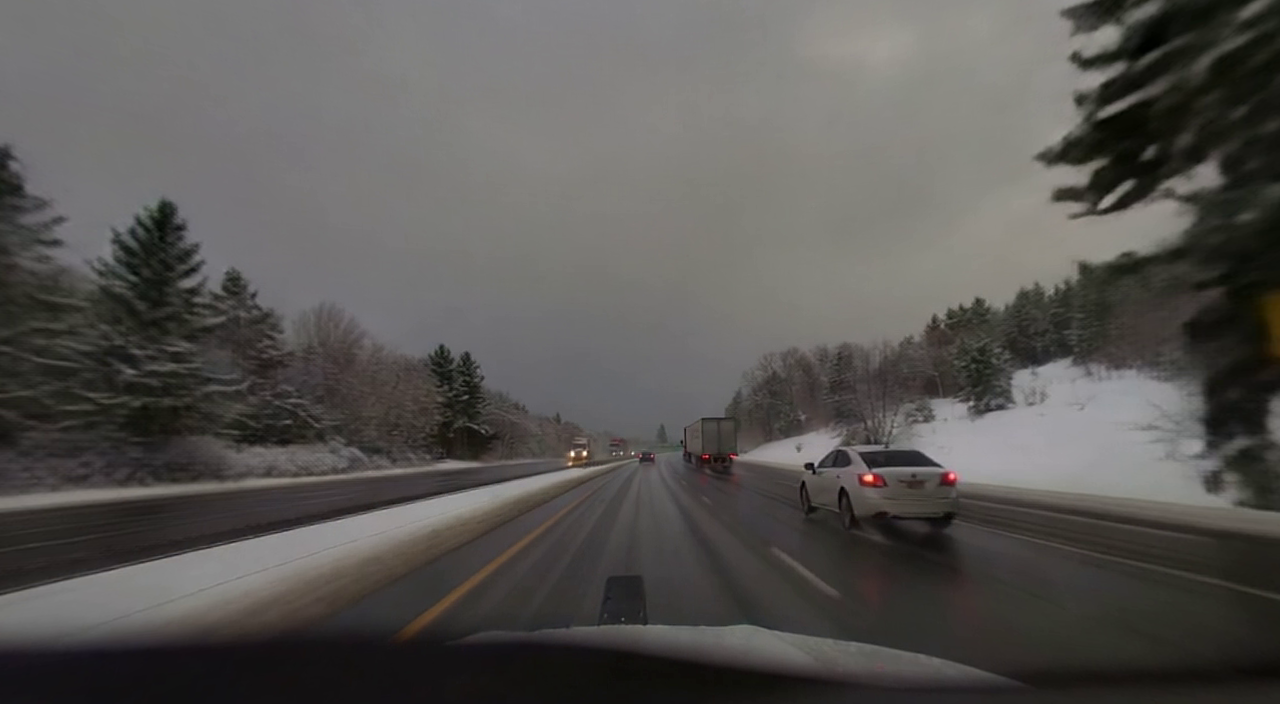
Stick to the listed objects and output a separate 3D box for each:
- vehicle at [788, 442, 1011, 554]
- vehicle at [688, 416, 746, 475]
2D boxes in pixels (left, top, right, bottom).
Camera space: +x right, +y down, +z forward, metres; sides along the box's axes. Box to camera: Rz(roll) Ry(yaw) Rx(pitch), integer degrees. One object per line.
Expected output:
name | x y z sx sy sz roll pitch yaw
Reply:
vehicle | 3.910 2.246 10.390 1.893 1.442 4.039 0 -9 -1
vehicle | 5.140 6.584 44.242 2.866 3.558 11.674 0 -9 1
